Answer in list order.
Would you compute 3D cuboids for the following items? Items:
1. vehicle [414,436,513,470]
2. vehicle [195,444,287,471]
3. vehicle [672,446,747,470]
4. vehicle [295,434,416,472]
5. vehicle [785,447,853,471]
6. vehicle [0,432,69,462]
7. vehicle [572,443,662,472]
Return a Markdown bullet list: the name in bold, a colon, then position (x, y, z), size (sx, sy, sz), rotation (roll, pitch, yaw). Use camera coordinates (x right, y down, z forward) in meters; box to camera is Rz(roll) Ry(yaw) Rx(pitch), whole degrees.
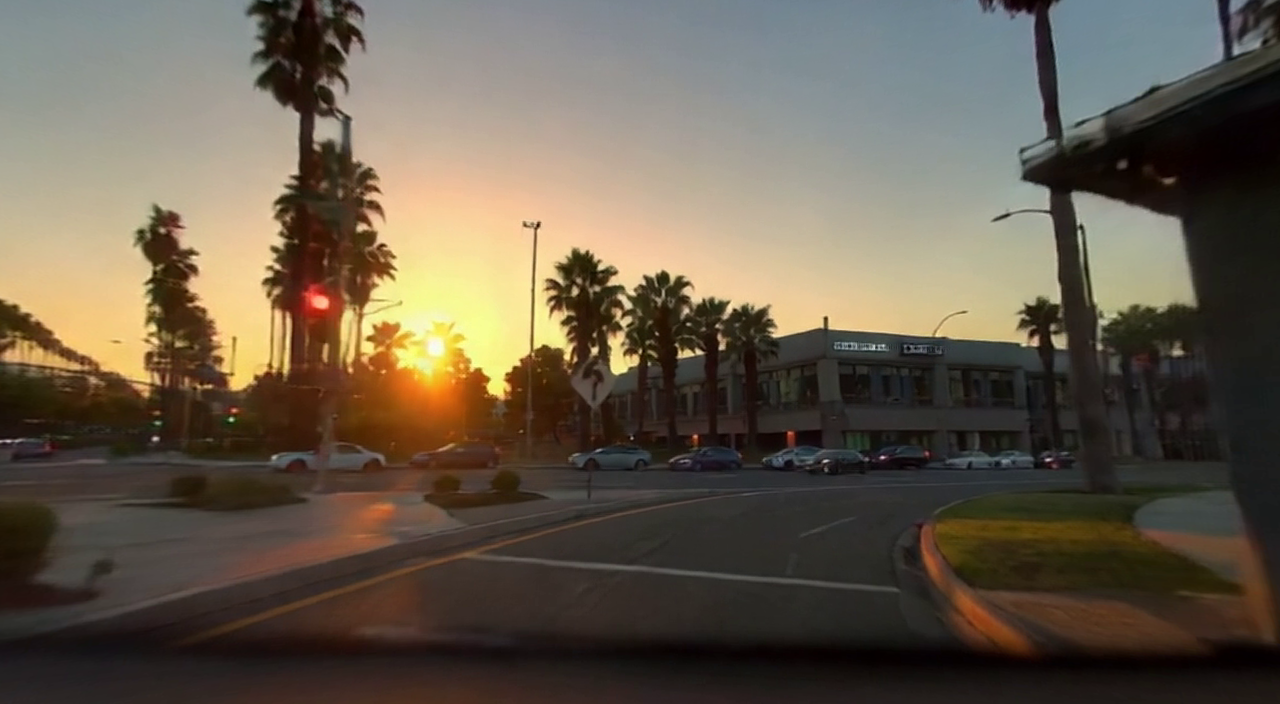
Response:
- **vehicle**: position (-9.296, 5.323, 33.202), size (4.713, 1.664, 1.909), rotation (4, -11, -30)
- **vehicle**: position (-23.388, 6.226, 37.000), size (4.389, 1.502, 1.794), rotation (5, -10, -30)
- **vehicle**: position (4.612, 6.988, 41.347), size (4.774, 1.493, 1.854), rotation (6, -10, -30)
- **vehicle**: position (-12.622, 4.530, 27.931), size (4.648, 1.501, 1.862), rotation (7, -11, -29)
- **vehicle**: position (12.088, 7.191, 42.359), size (4.356, 1.543, 1.844), rotation (6, -10, -30)
- **vehicle**: position (-38.867, 6.122, 40.336), size (2.114, 1.784, 4.450), rotation (5, -10, -30)
- **vehicle**: position (-1.350, 6.351, 37.690), size (5.112, 1.593, 1.865), rotation (5, -12, -29)
